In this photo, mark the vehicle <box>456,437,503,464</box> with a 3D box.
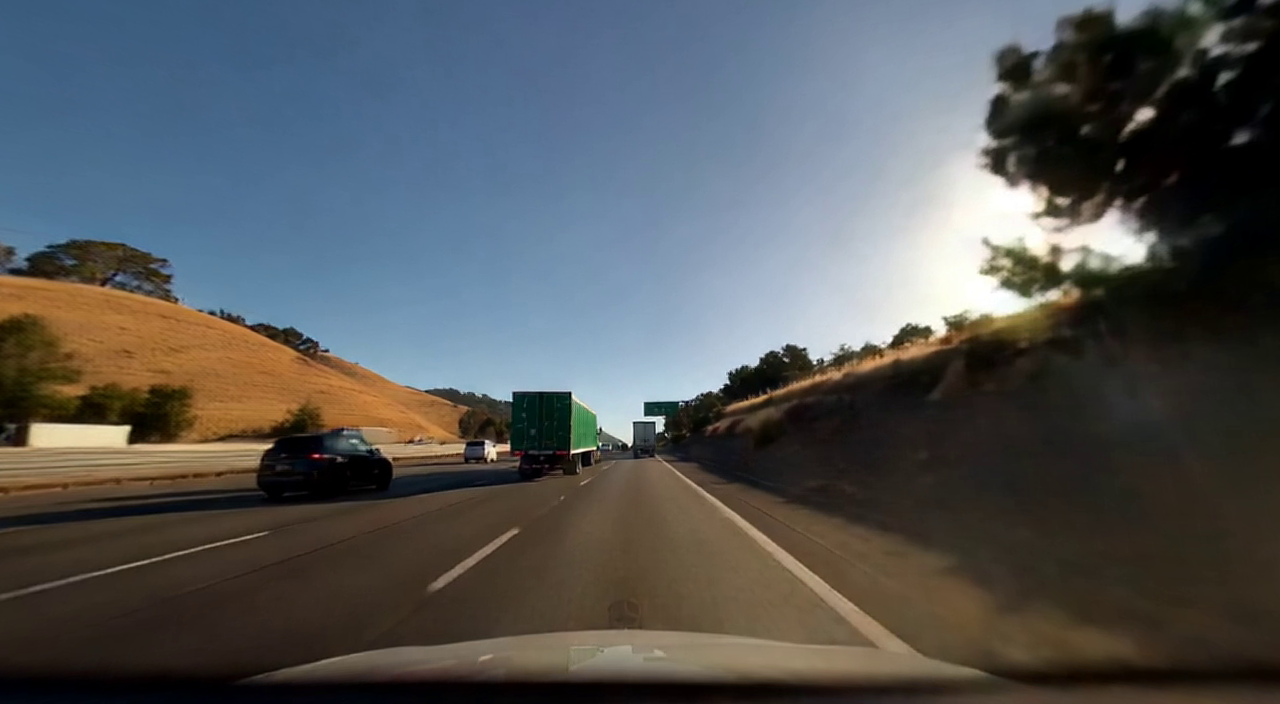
[{"bbox_3d":[-10.683,6.591,42.148,1.964,1.652,4.071,1,-8,1],"label":"vehicle"}]

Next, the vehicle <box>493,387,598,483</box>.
[{"bbox_3d":[-3.606,3.667,27.257,2.789,3.271,10.894,1,-8,0],"label":"vehicle"}]

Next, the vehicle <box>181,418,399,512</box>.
[{"bbox_3d":[-7.481,2.476,14.213,2.125,1.725,4.715,1,-8,1],"label":"vehicle"}]
